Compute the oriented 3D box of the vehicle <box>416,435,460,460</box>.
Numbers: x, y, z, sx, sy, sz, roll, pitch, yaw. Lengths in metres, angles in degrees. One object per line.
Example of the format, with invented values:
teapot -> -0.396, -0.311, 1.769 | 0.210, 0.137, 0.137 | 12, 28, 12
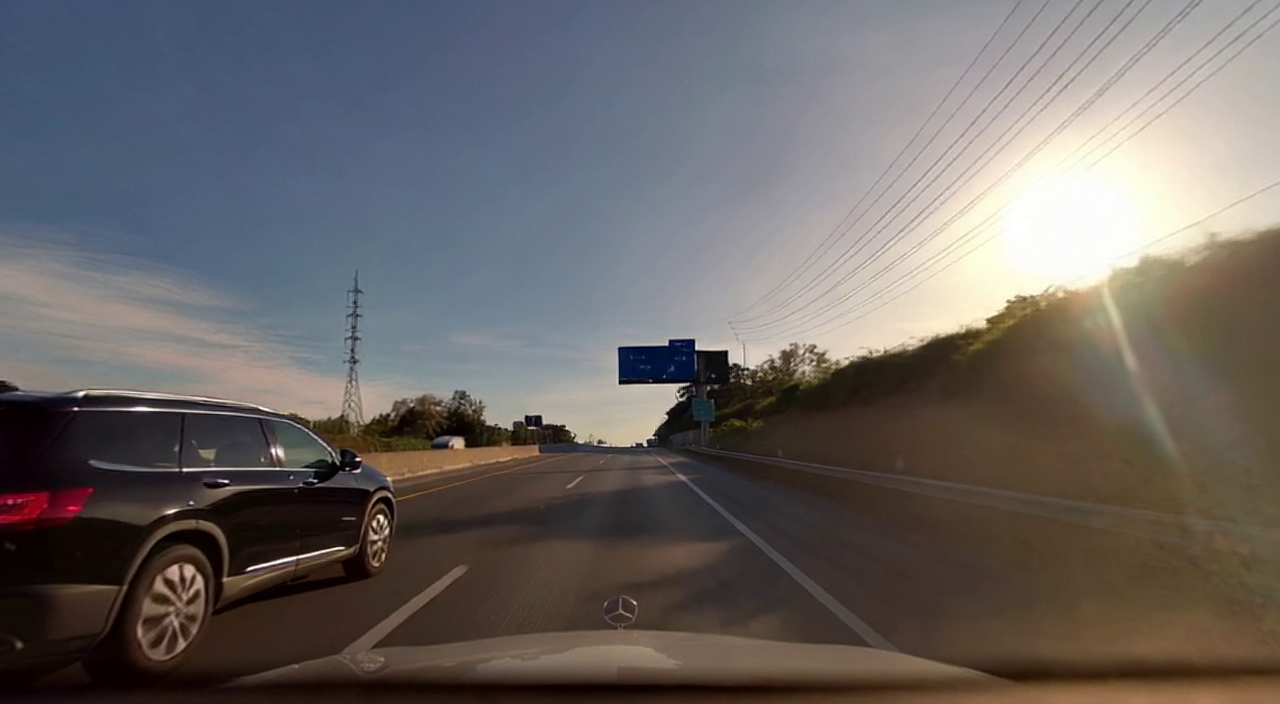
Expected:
vehicle -> -15.119, 7.147, 47.419 | 1.828, 1.770, 4.609 | 0, -8, -1
